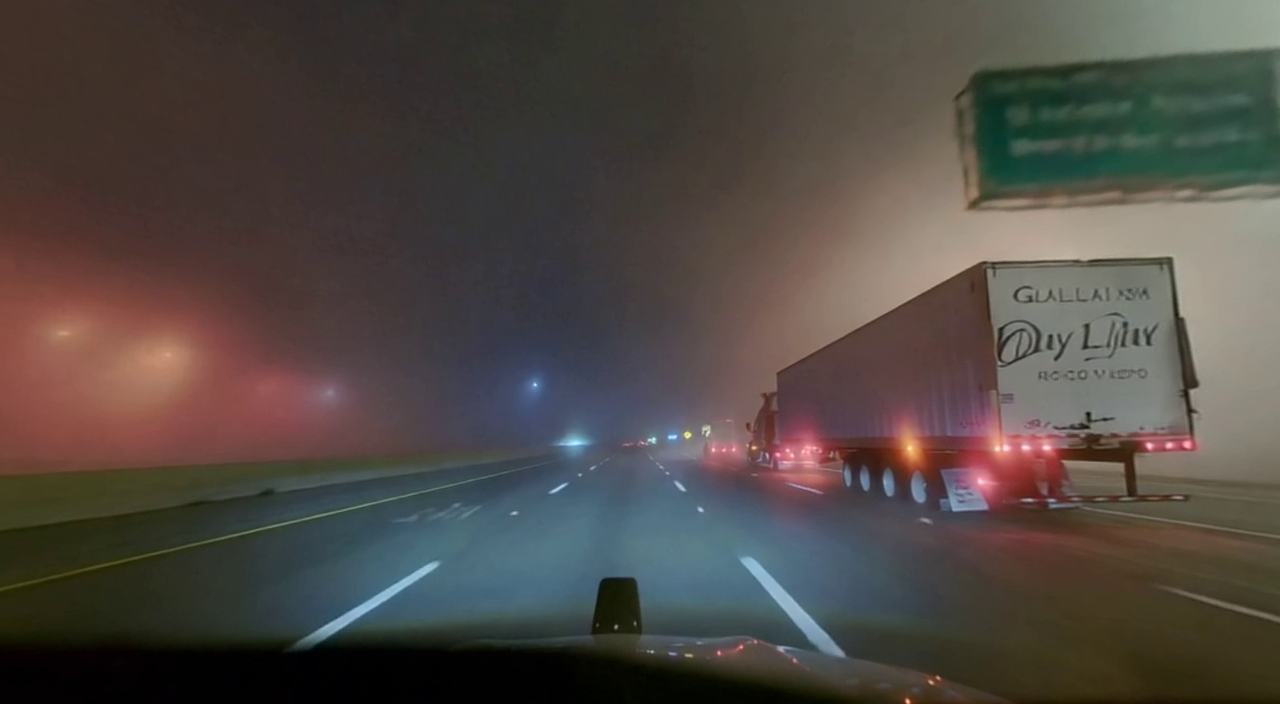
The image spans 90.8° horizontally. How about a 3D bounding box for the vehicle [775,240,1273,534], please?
[{"bbox_3d":[6.761,1.571,16.517,2.962,3.947,16.241,0,-8,0],"label":"vehicle"}]
